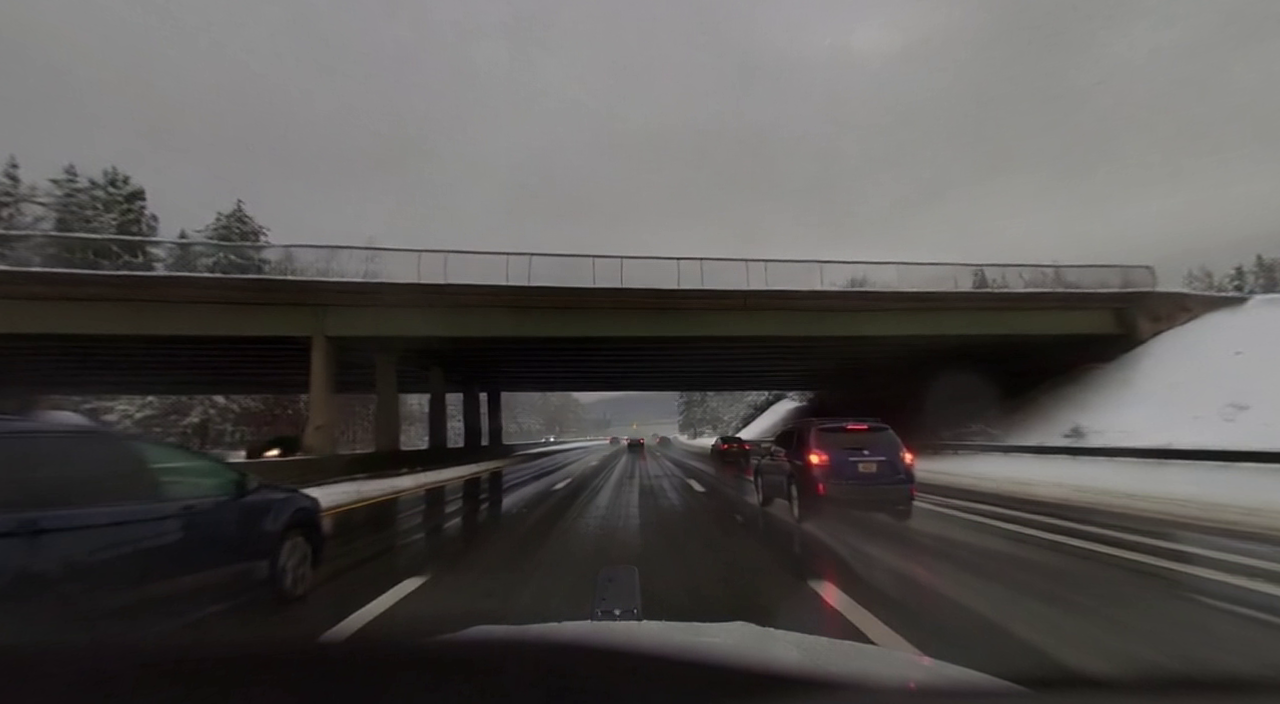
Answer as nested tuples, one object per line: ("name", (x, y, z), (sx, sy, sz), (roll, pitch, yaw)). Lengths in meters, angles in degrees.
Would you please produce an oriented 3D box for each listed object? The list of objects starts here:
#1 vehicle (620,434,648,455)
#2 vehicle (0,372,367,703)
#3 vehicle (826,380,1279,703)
("vehicle", (-0.435, 7.247, 49.452), (2.103, 1.512, 4.155), (0, -8, -1))
("vehicle", (-3.519, 1.019, 3.402), (1.993, 1.629, 4.674), (0, -8, 0))
("vehicle", (3.427, 1.265, 5.056), (2.240, 1.646, 4.949), (0, -8, -1))
